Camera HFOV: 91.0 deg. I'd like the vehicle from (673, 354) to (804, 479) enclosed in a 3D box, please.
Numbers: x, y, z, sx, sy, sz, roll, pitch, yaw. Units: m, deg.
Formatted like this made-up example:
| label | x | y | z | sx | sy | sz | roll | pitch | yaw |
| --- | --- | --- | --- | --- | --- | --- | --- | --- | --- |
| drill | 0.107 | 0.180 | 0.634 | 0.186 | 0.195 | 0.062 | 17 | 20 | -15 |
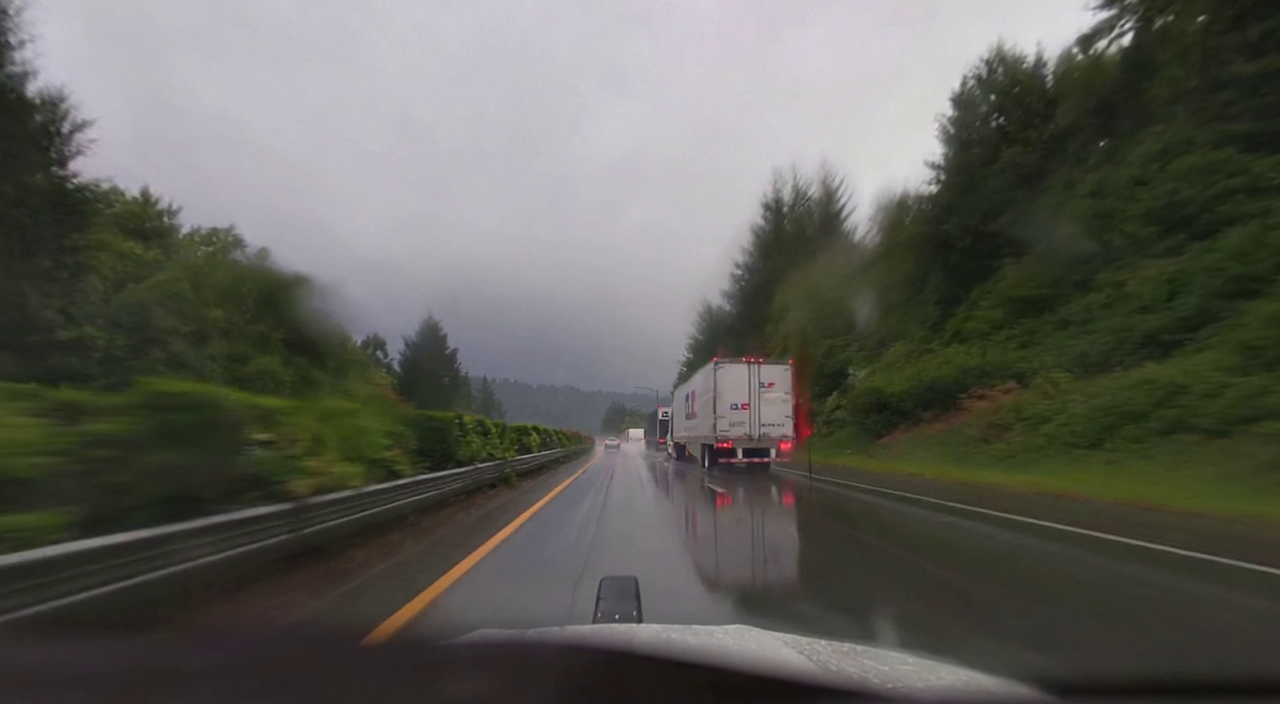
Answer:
| label | x | y | z | sx | sy | sz | roll | pitch | yaw |
| --- | --- | --- | --- | --- | --- | --- | --- | --- | --- |
| vehicle | 3.576 | 3.098 | 27.801 | 2.863 | 4.031 | 14.678 | 0 | -8 | -2 |
